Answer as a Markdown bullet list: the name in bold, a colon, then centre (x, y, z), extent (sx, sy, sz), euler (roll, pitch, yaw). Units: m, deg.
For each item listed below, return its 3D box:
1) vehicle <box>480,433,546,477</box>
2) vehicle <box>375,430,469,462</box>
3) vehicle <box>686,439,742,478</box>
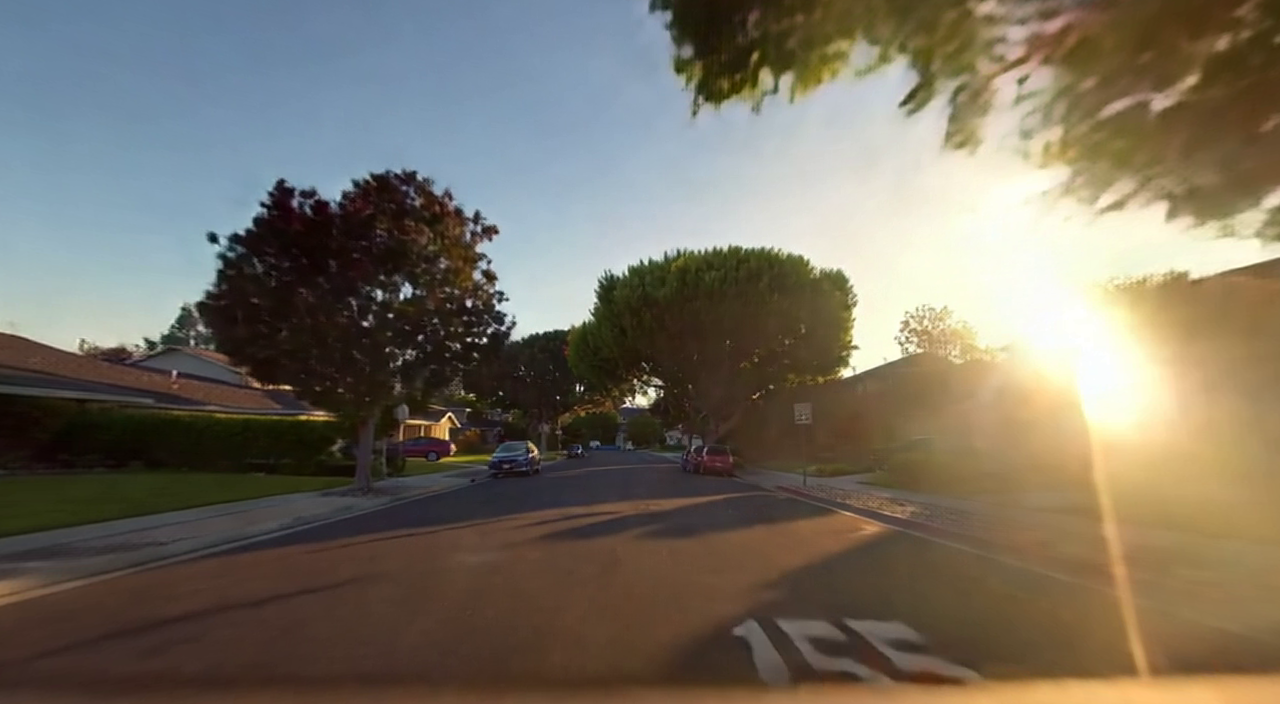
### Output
- **vehicle**: centre (-6.255, 5.184, 31.849), extent (2.322, 1.949, 5.695), euler (-1, -9, -2)
- **vehicle**: centre (-13.355, 5.803, 38.955), extent (5.024, 1.903, 2.102), euler (0, -9, 0)
- **vehicle**: centre (3.543, 5.197, 31.114), extent (2.033, 1.730, 4.554), euler (0, -9, -2)
